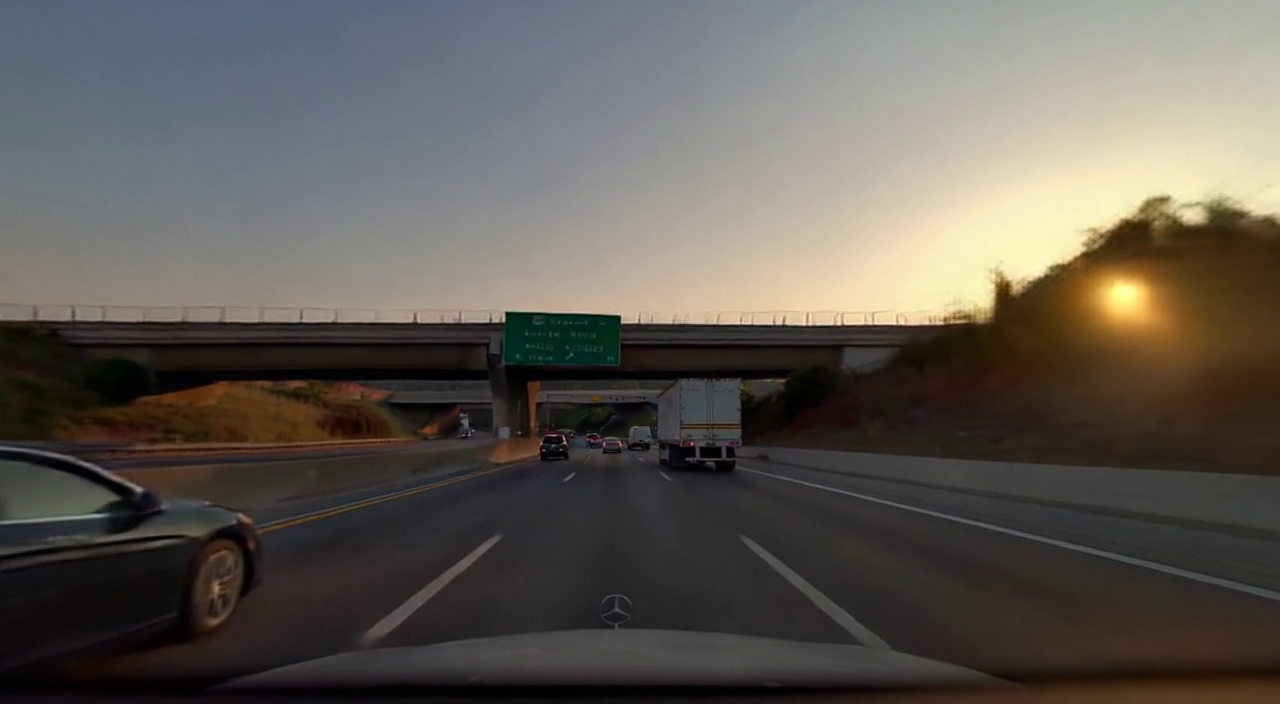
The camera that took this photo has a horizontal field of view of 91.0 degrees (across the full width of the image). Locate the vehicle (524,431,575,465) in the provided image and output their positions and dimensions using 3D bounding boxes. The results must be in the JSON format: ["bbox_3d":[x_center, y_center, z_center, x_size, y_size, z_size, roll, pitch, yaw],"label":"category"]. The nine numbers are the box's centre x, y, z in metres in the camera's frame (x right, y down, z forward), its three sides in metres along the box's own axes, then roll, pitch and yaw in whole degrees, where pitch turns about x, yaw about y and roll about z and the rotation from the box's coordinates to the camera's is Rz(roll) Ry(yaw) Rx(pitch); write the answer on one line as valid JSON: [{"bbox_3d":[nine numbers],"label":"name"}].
[{"bbox_3d":[-5.031,5.424,35.742,2.377,1.747,4.703,0,-8,-3],"label":"vehicle"}]

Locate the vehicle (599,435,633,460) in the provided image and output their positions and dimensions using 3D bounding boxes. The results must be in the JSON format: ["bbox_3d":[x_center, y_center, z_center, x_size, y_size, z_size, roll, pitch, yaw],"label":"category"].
[{"bbox_3d":[-1.690,6.460,42.706,2.125,1.542,3.816,0,-8,-4],"label":"vehicle"}]

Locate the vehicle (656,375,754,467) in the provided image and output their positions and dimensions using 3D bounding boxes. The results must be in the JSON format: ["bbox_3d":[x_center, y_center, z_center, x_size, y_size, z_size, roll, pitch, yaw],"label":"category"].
[{"bbox_3d":[3.068,4.036,34.845,3.301,4.034,13.722,0,-8,-3],"label":"vehicle"}]

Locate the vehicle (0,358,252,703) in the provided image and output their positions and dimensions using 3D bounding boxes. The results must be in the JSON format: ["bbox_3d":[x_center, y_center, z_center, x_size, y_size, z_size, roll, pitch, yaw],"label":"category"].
[{"bbox_3d":[-3.997,0.810,2.443,2.213,1.650,4.403,0,-8,-1],"label":"vehicle"}]
